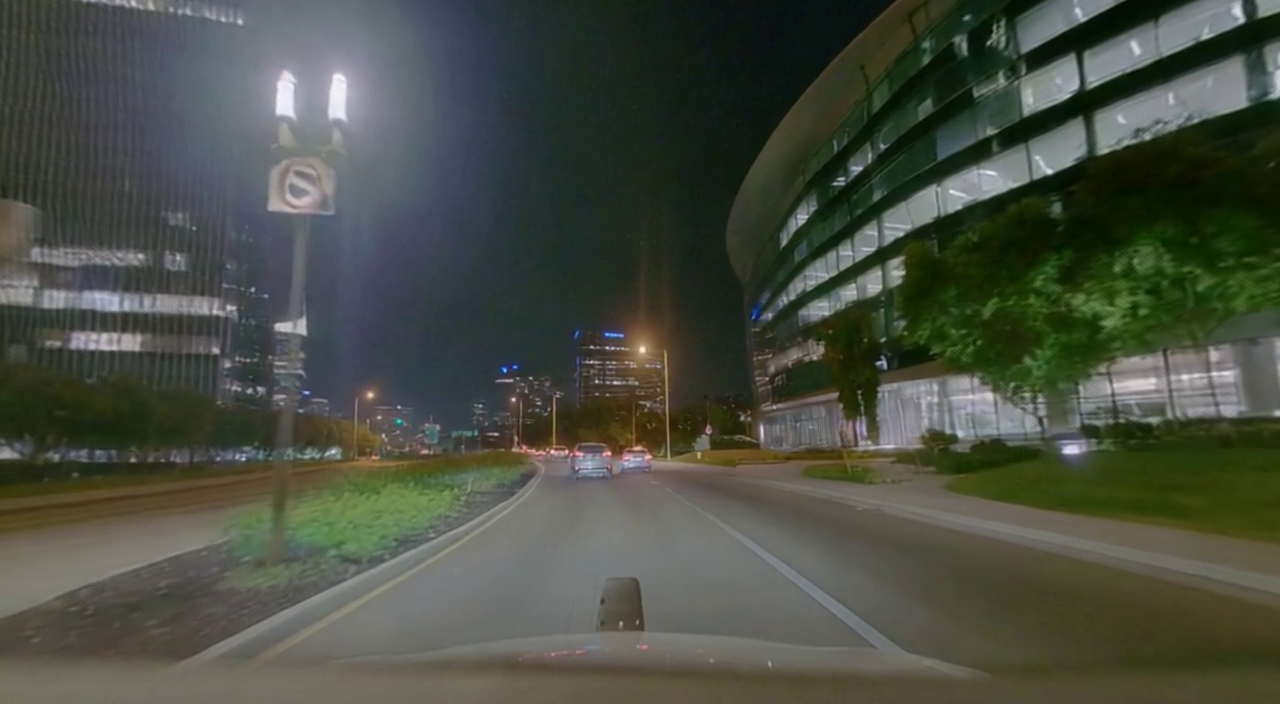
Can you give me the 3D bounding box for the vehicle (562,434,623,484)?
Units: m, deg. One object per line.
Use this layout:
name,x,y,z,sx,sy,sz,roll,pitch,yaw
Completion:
vehicle,-1.924,4.163,24.851,2.173,1.761,4.374,1,-8,-6

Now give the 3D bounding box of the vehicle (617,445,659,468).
vehicle,-0.198,7.263,44.057,2.116,1.506,4.355,2,-8,-11
